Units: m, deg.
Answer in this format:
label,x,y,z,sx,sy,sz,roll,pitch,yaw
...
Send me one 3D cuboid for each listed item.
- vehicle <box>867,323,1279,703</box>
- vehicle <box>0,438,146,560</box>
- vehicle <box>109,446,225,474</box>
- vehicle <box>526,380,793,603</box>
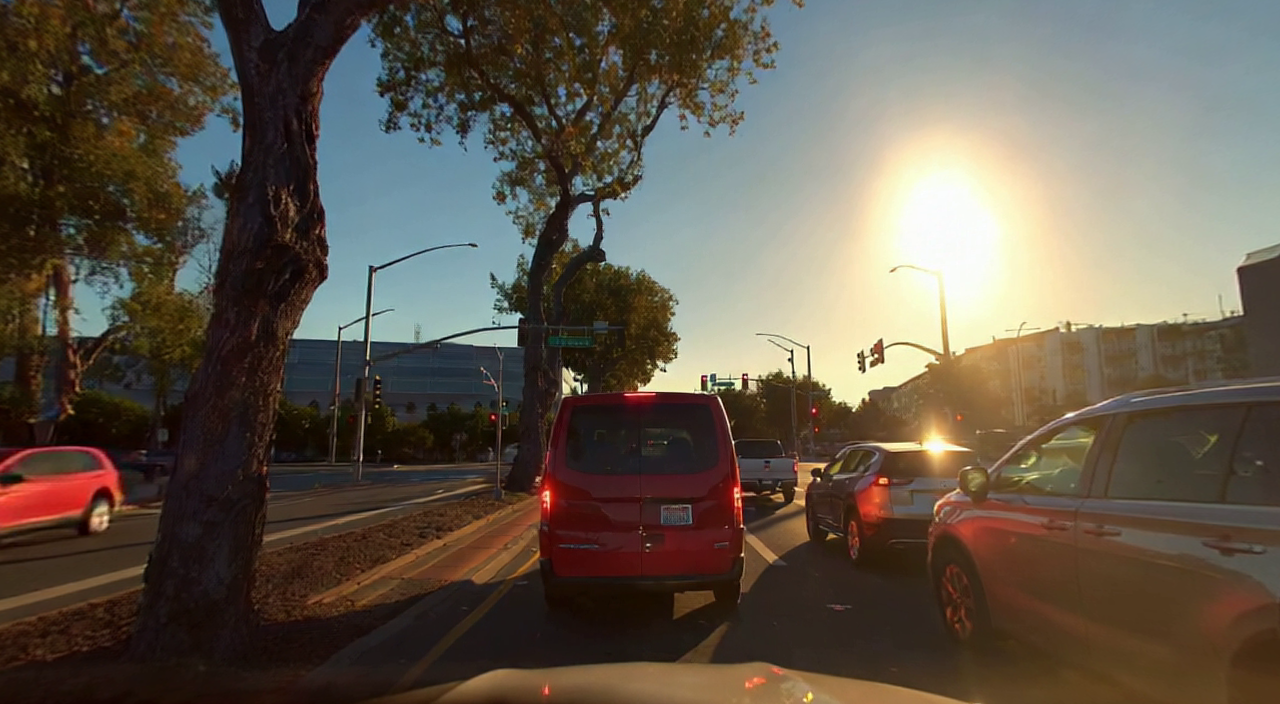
label,x,y,z,sx,sy,sz,roll,pitch,yaw
vehicle,2.892,0.952,3.180,1.971,1.663,4.287,0,-8,2
vehicle,-9.450,2.032,9.197,2.023,1.488,4.654,2,-9,-19
vehicle,-26.061,5.970,34.873,4.664,1.449,1.992,1,-8,-5
vehicle,0.169,1.469,7.461,2.185,1.822,4.391,0,-8,0
